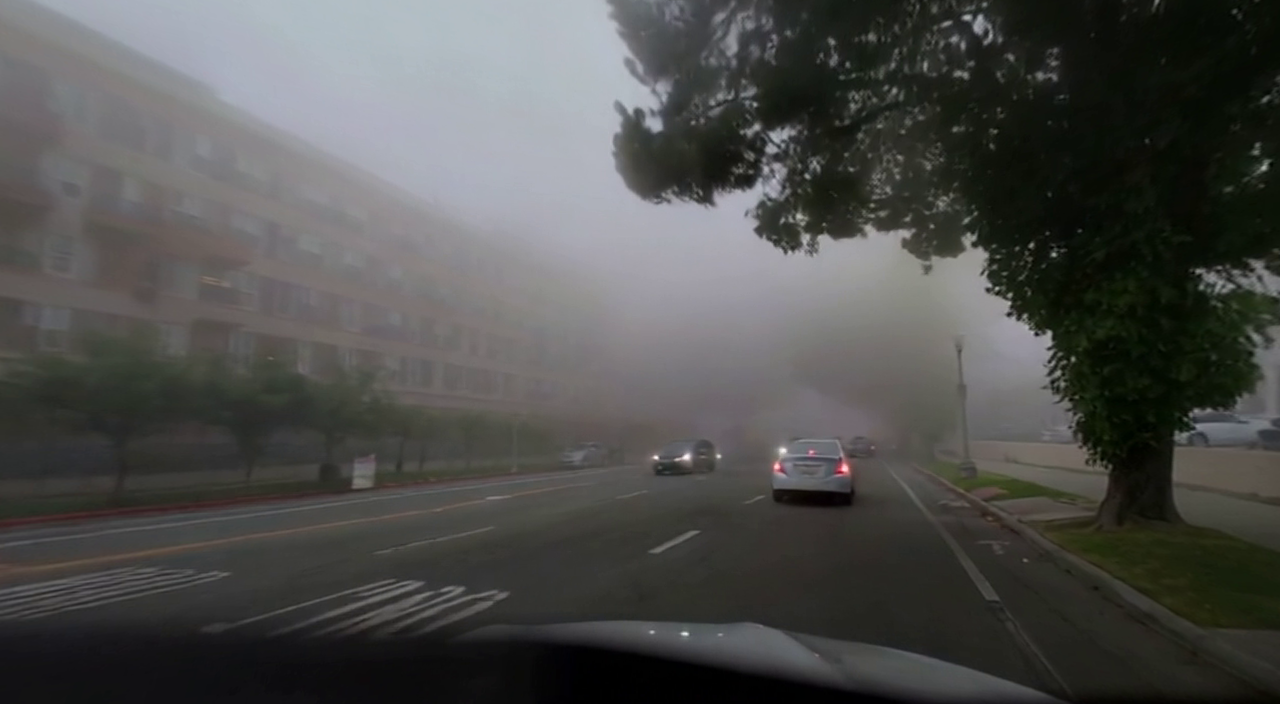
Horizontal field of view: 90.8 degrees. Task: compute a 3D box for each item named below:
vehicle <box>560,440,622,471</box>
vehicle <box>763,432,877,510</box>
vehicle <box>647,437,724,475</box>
[{"bbox_3d":[-2.794,6.013,37.083,1.982,1.445,4.458,-8,-9,17],"label":"vehicle"},{"bbox_3d":[4.226,2.594,14.538,2.116,1.479,4.358,-3,-8,19],"label":"vehicle"},{"bbox_3d":[2.105,4.512,27.860,2.170,1.465,4.648,-3,-8,20],"label":"vehicle"}]
